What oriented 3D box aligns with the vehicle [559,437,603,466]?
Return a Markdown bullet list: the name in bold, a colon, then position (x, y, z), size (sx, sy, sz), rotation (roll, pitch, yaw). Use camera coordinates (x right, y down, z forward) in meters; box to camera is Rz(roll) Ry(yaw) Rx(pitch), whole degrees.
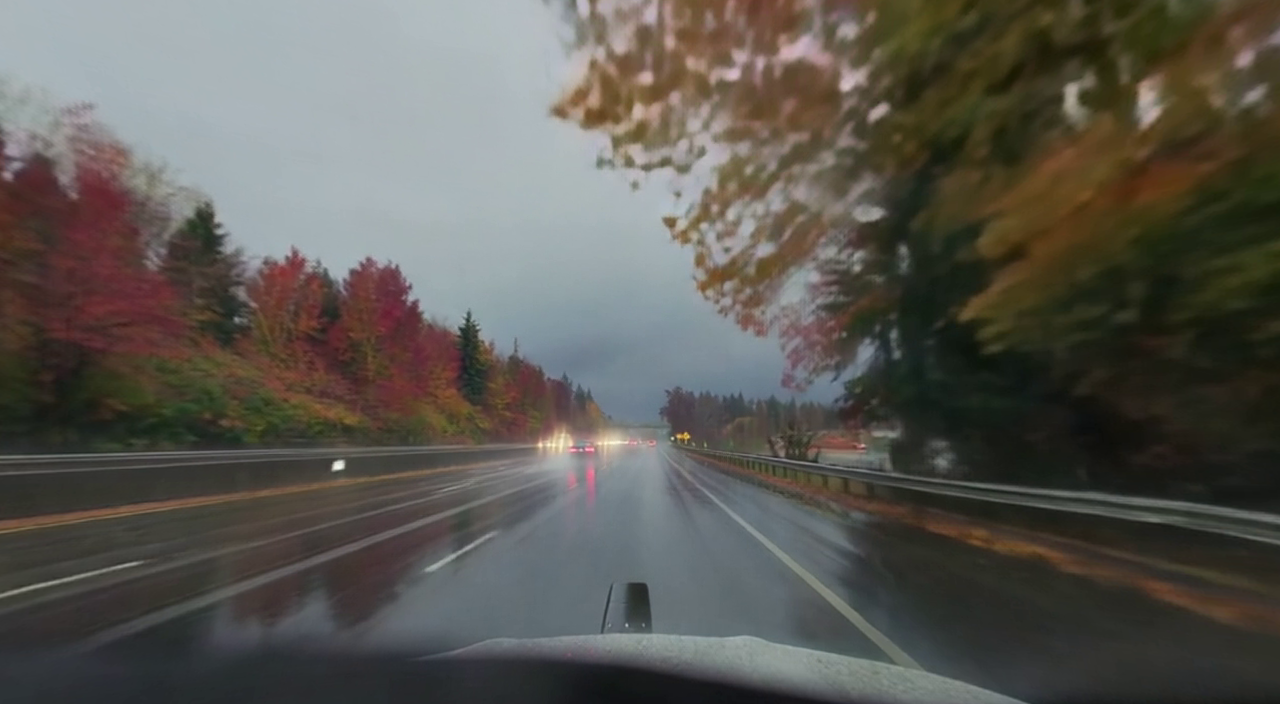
- **vehicle**: position (-3.481, 5.997, 37.984), size (2.123, 1.643, 4.479), rotation (0, -8, 1)
